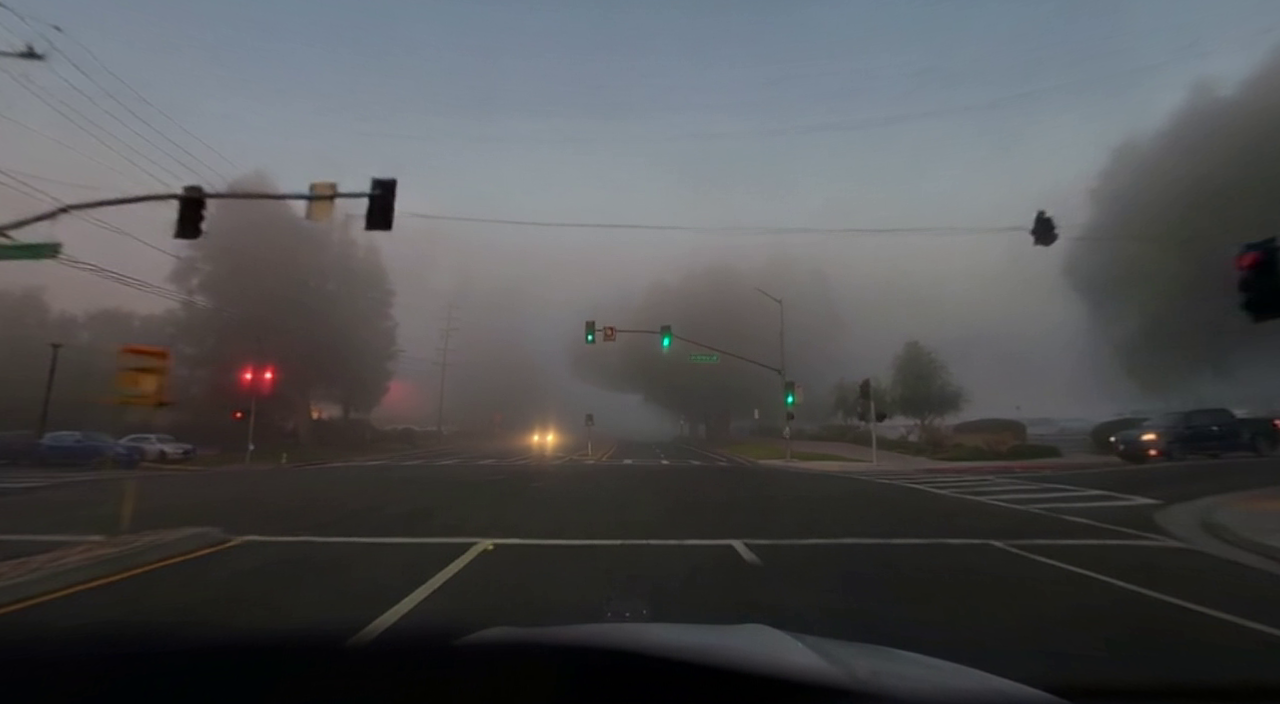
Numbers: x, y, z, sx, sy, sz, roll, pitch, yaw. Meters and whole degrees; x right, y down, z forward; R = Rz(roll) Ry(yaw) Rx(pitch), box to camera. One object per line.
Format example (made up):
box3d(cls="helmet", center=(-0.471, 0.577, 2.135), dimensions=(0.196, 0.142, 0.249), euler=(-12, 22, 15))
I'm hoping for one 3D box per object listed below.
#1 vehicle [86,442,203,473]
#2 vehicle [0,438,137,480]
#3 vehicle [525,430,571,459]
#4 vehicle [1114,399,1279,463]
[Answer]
box3d(cls="vehicle", center=(-24.672, 5.260, 31.507), dimensions=(4.195, 1.493, 1.890), euler=(0, -8, -2))
box3d(cls="vehicle", center=(-24.783, 4.570, 27.048), dimensions=(4.553, 1.722, 1.915), euler=(0, -8, -3))
box3d(cls="vehicle", center=(-5.169, 5.207, 35.969), dimensions=(1.948, 1.471, 5.408), euler=(2, -7, -2))
box3d(cls="vehicle", center=(18.721, 2.581, 20.436), dimensions=(4.775, 1.952, 2.239), euler=(0, -8, 2))
